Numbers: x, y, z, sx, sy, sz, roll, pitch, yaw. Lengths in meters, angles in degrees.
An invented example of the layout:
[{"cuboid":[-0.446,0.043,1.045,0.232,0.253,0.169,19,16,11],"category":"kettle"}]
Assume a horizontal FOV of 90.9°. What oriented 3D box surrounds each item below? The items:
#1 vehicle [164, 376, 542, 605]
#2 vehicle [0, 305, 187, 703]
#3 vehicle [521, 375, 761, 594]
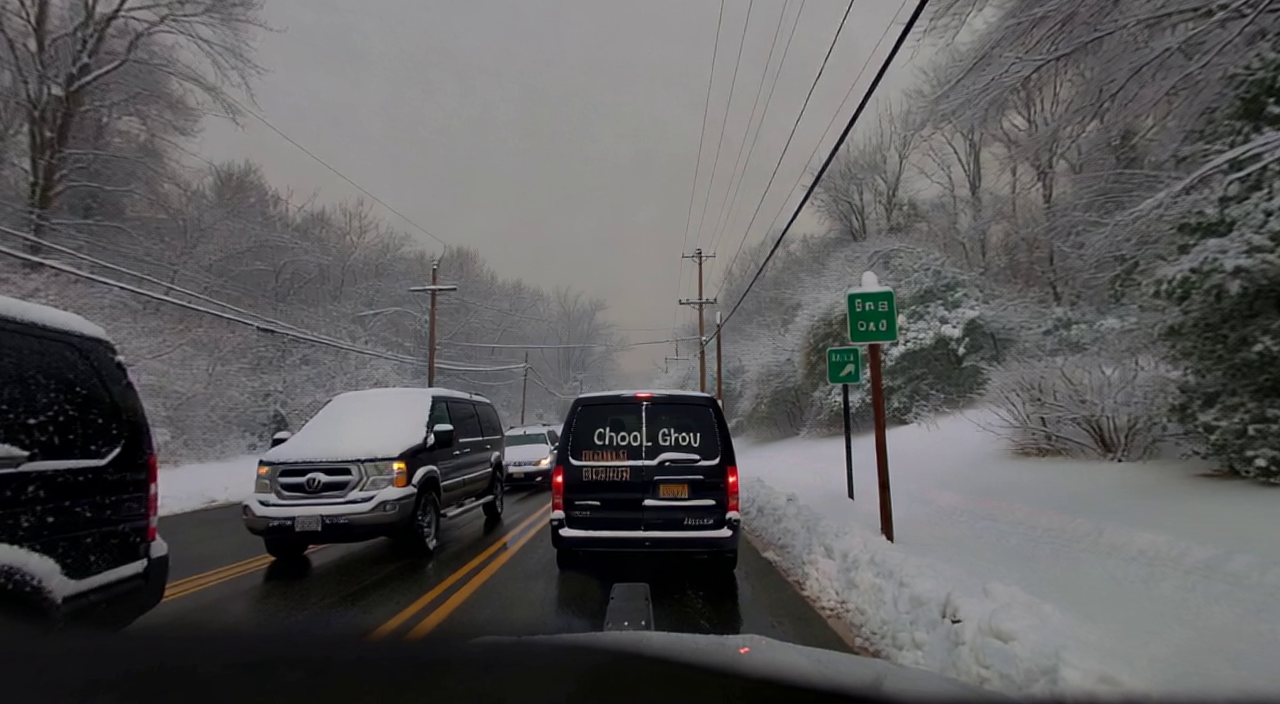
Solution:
[{"cuboid":[-2.745,1.480,7.618,2.109,1.851,4.749,-1,-8,3],"category":"vehicle"},{"cuboid":[-3.165,0.502,0.247,2.160,1.796,4.997,0,-8,1],"category":"vehicle"},{"cuboid":[0.112,1.468,7.693,2.117,1.911,4.095,-1,-8,3],"category":"vehicle"}]
